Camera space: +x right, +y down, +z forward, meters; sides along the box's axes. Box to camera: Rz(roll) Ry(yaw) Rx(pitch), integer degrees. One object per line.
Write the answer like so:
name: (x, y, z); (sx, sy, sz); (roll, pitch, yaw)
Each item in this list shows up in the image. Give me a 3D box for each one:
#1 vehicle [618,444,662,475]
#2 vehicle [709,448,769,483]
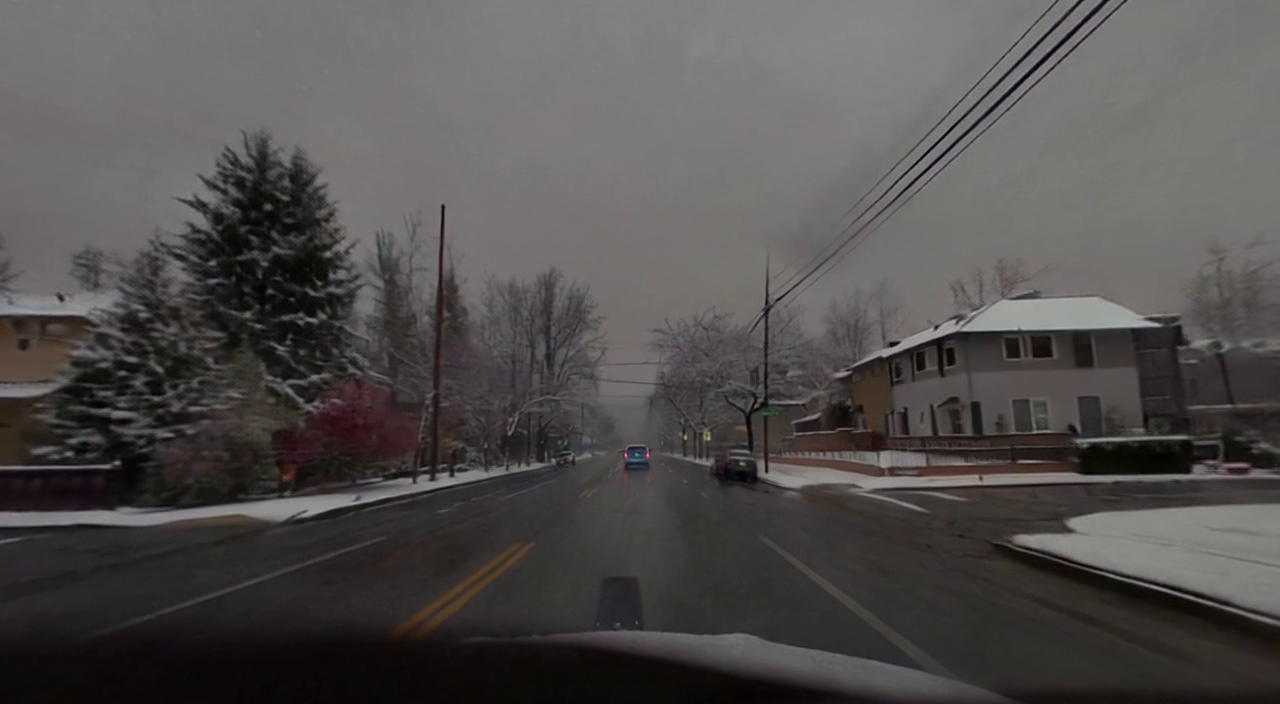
vehicle: (-0.011, 5.499, 32.484); (2.104, 1.500, 3.815); (0, -8, 0)
vehicle: (4.545, 5.278, 29.723); (1.977, 1.481, 5.155); (0, -8, 0)
